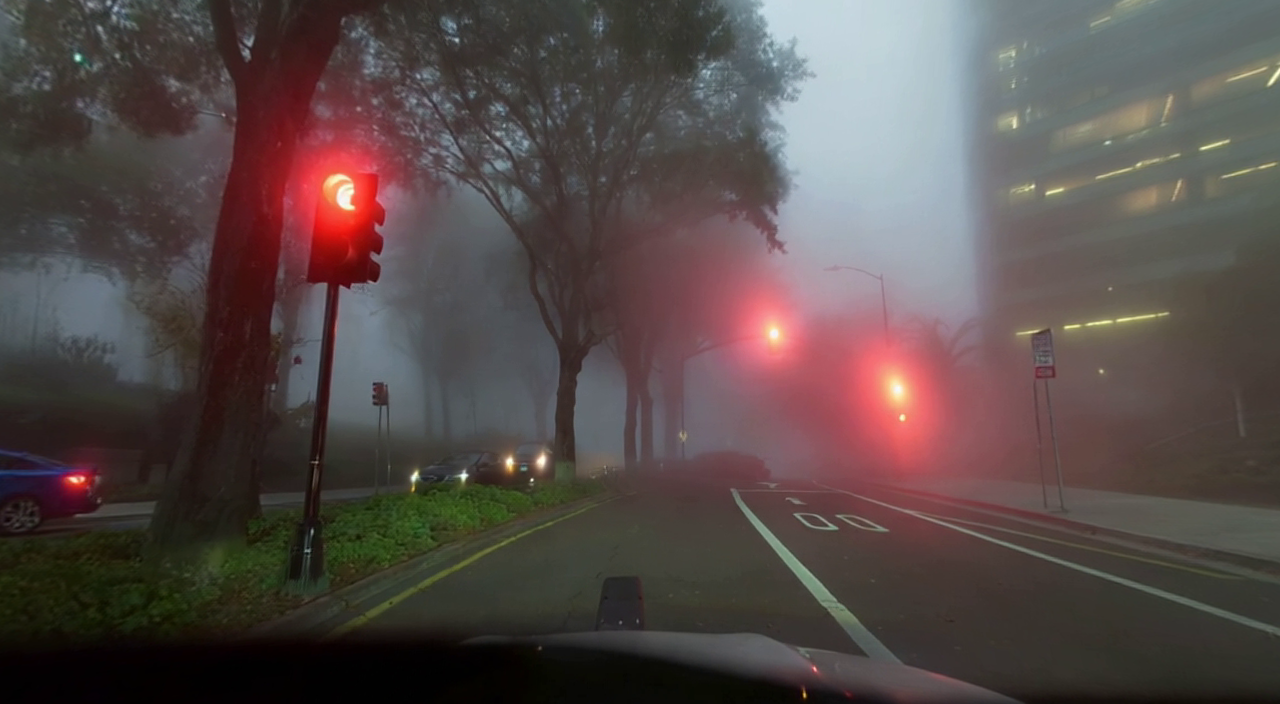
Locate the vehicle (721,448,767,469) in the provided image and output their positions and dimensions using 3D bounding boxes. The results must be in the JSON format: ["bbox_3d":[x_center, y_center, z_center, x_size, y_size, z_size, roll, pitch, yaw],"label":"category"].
[{"bbox_3d":[7.878,8.119,48.412,1.829,1.440,4.384,2,-9,-14],"label":"vehicle"}]

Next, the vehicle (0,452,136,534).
[{"bbox_3d":[-12.854,2.714,12.274,4.598,1.490,1.816,7,-11,-40],"label":"vehicle"}]
